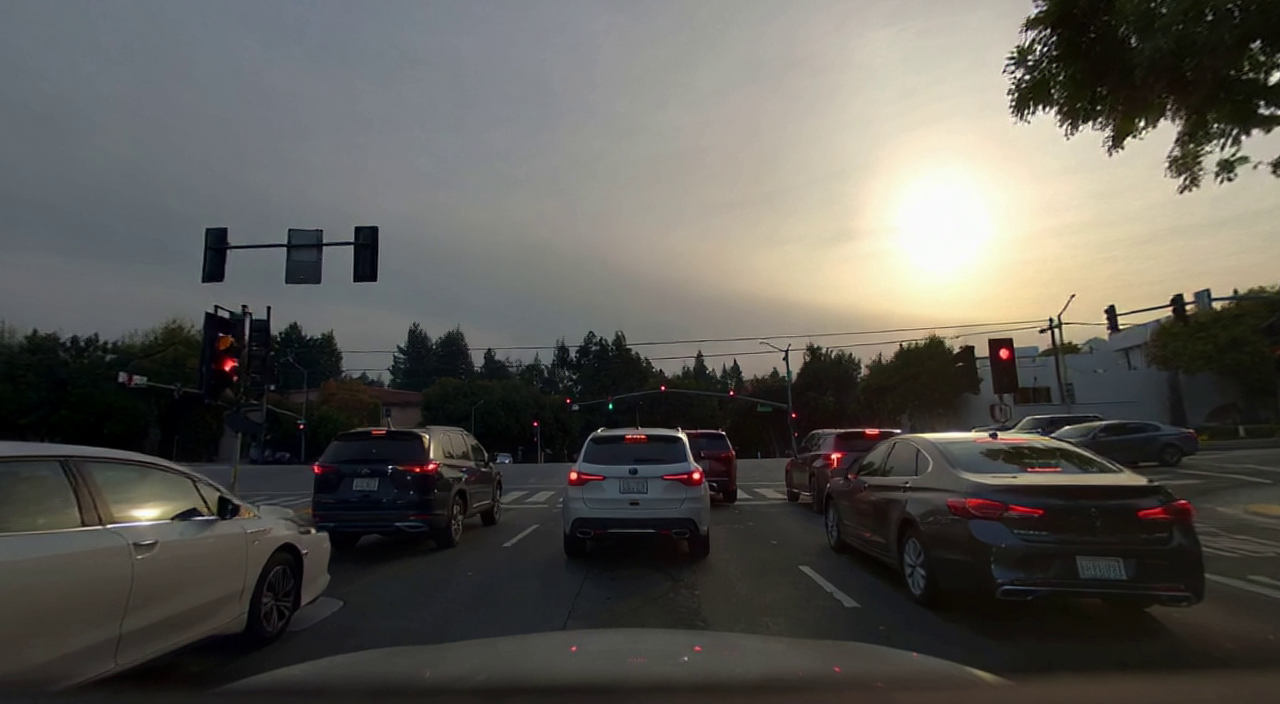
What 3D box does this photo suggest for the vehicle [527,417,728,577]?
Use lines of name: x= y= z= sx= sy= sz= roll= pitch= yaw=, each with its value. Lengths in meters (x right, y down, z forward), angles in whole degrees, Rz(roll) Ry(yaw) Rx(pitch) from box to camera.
vehicle: x=-0.096 y=1.802 z=8.561 sx=2.106 sy=1.655 sz=3.717 roll=0 pitch=-8 yaw=1

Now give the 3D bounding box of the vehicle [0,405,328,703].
vehicle: x=-3.343 y=0.953 z=2.373 sx=1.863 sy=1.495 sz=4.667 roll=0 pitch=-8 yaw=1

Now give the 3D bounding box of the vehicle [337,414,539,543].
vehicle: x=-3.211 y=2.119 z=11.184 sx=2.048 sy=1.805 sz=4.405 roll=0 pitch=-8 yaw=1

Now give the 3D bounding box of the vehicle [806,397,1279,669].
vehicle: x=3.228 y=1.443 z=6.192 sx=2.006 sy=1.659 sz=4.462 roll=0 pitch=-8 yaw=1
